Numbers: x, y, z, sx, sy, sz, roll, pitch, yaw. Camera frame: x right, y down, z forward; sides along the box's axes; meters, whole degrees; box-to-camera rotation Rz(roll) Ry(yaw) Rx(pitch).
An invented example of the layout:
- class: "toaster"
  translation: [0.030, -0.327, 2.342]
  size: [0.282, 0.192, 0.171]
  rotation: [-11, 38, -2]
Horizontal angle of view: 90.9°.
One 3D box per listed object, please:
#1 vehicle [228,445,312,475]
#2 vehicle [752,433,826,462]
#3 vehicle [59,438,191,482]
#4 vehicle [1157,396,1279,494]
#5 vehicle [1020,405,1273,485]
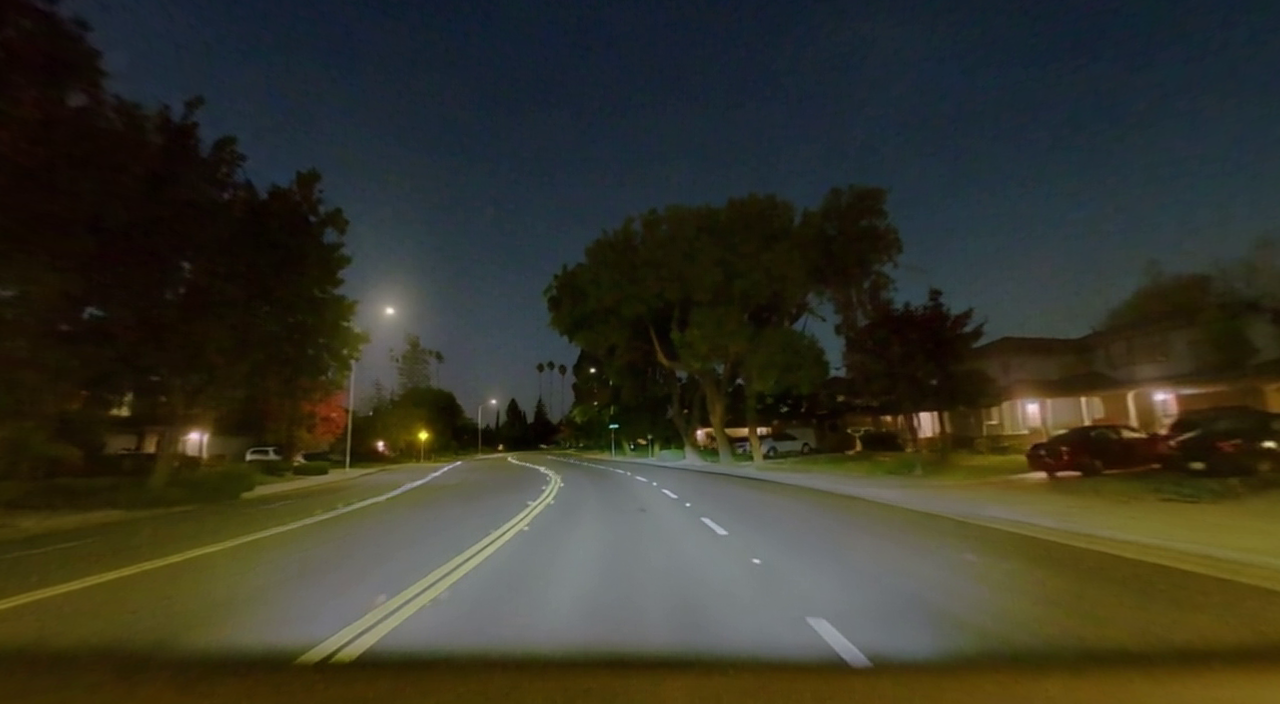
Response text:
- class: "vehicle"
  translation: [-22.695, 6.614, 38.826]
  size: [3.899, 1.729, 2.064]
  rotation: [2, -9, -10]
- class: "vehicle"
  translation: [10.573, 6.796, 44.994]
  size: [4.693, 1.764, 2.265]
  rotation: [-3, -8, 4]
- class: "vehicle"
  translation: [-23.488, 4.923, 28.928]
  size: [4.128, 1.861, 1.959]
  rotation: [2, -9, -12]
- class: "vehicle"
  translation: [14.755, 2.077, 14.198]
  size: [4.350, 2.047, 1.841]
  rotation: [-1, -8, 4]
- class: "vehicle"
  translation: [14.600, 2.715, 18.493]
  size: [5.283, 1.863, 2.150]
  rotation: [-4, -8, 3]
